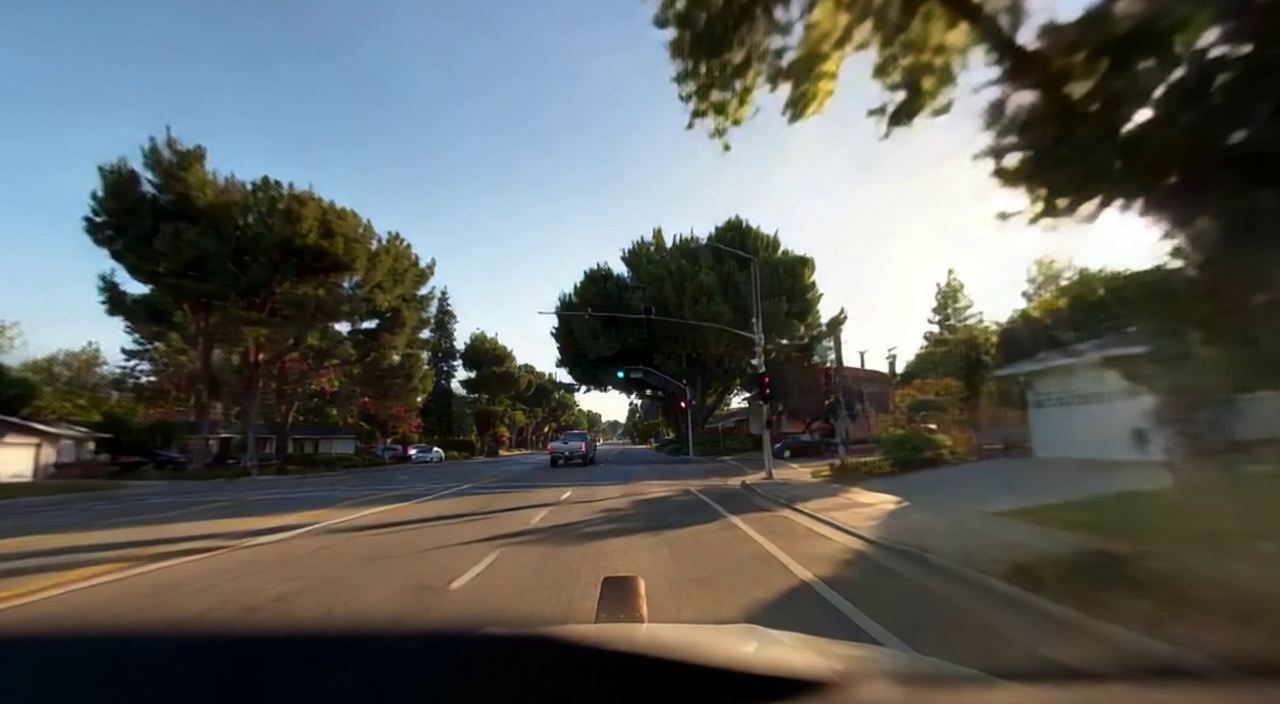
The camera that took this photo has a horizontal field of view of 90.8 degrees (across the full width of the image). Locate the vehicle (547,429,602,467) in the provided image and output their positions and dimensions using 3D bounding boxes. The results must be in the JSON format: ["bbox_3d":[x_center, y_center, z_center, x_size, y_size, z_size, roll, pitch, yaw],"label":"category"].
[{"bbox_3d":[-3.648,5.498,36.296,2.508,2.001,5.880,0,-9,0],"label":"vehicle"}]

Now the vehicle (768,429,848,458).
[{"bbox_3d":[10.704,5.861,40.514,4.500,1.761,1.975,0,-9,1],"label":"vehicle"}]

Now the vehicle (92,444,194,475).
[{"bbox_3d":[-28.973,6.284,36.961,4.092,1.624,1.965,0,-11,-12],"label":"vehicle"}]
